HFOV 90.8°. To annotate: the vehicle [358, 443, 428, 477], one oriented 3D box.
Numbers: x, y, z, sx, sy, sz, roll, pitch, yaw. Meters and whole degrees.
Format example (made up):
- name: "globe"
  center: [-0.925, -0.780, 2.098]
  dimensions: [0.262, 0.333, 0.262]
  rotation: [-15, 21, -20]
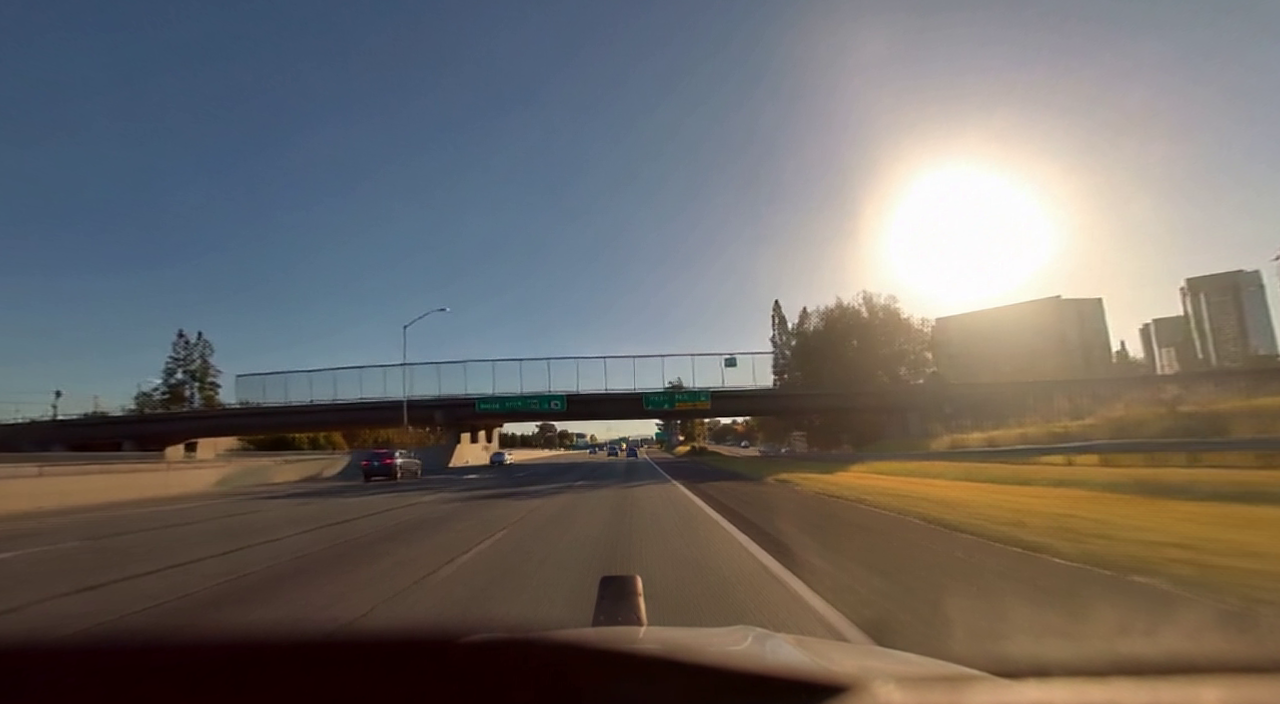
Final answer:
- name: "vehicle"
  center: [-14.404, 6.314, 37.234]
  dimensions: [2.049, 1.792, 5.177]
  rotation: [0, -9, 0]
